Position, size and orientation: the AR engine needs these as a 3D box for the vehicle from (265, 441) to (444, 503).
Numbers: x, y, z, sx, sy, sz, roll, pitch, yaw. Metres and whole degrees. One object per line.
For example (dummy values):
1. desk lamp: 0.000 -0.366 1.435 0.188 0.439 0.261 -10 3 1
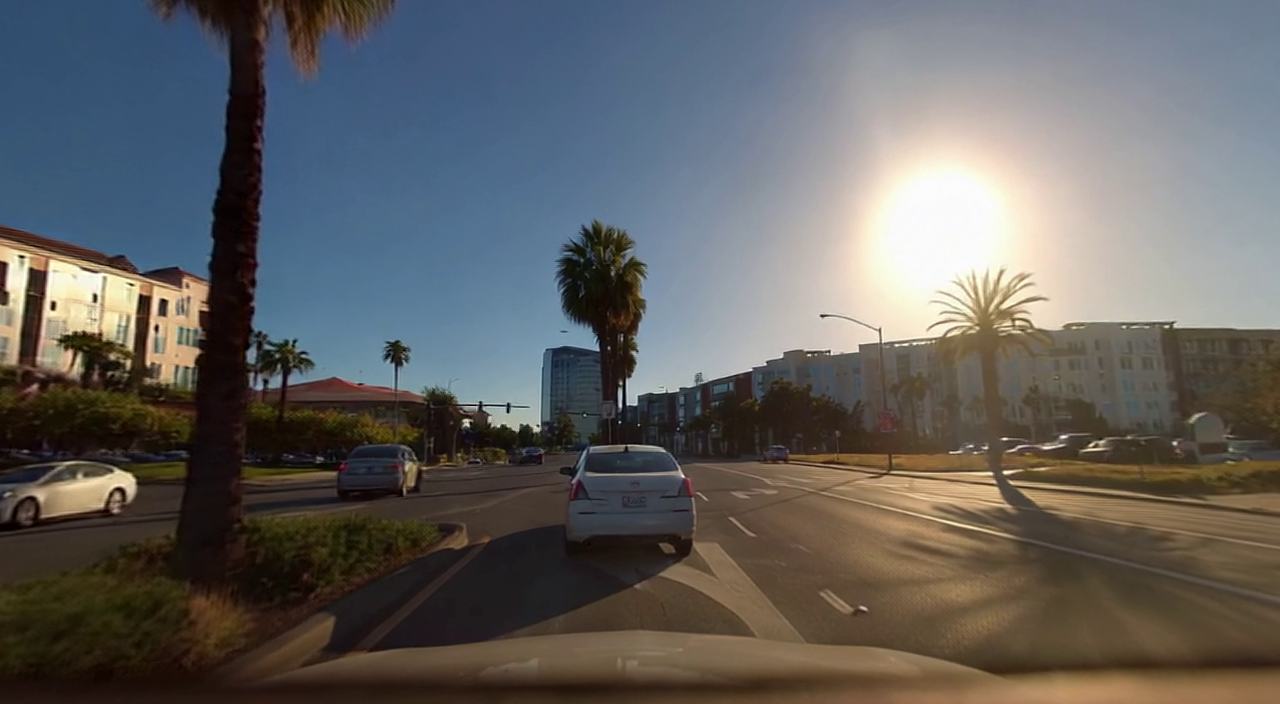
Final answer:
1. vehicle: -8.000 3.297 17.736 4.457 1.552 2.095 -4 -10 25

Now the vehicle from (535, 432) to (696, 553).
1. vehicle: -0.639 2.079 10.152 1.986 1.473 4.382 1 -9 -10

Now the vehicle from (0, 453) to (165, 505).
1. vehicle: -17.865 3.888 19.641 4.585 1.479 2.088 -1 -9 4
